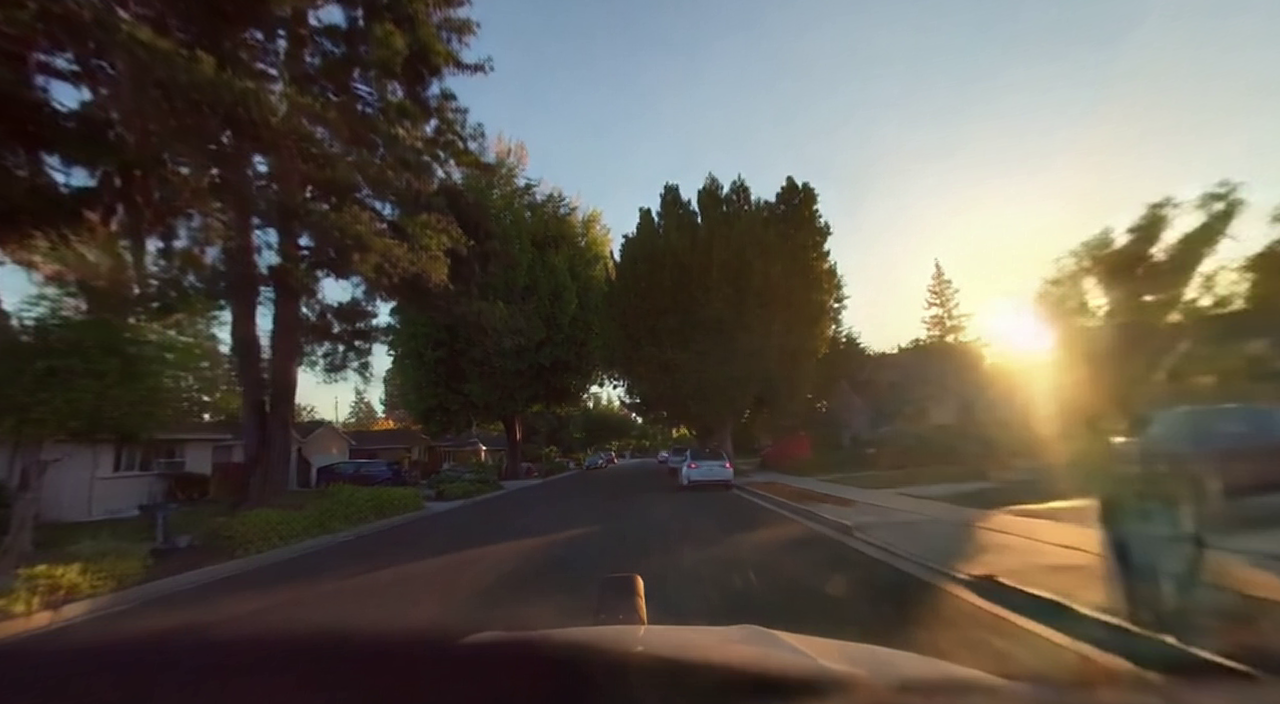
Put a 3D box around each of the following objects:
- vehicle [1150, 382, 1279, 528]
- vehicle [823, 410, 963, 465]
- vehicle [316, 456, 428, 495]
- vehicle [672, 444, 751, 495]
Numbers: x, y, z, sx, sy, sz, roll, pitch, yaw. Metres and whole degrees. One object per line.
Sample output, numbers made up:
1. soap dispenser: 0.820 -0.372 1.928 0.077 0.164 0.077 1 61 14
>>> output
1. vehicle: 9.541 1.308 8.062 4.230 1.666 1.978 0 -9 2
2. vehicle: 10.348 3.596 26.214 4.861 1.911 2.181 2 -13 2
3. vehicle: -12.992 5.987 30.798 4.511 1.809 2.018 0 -9 1
4. vehicle: 2.252 3.873 21.212 2.009 1.506 4.698 0 -9 -1
